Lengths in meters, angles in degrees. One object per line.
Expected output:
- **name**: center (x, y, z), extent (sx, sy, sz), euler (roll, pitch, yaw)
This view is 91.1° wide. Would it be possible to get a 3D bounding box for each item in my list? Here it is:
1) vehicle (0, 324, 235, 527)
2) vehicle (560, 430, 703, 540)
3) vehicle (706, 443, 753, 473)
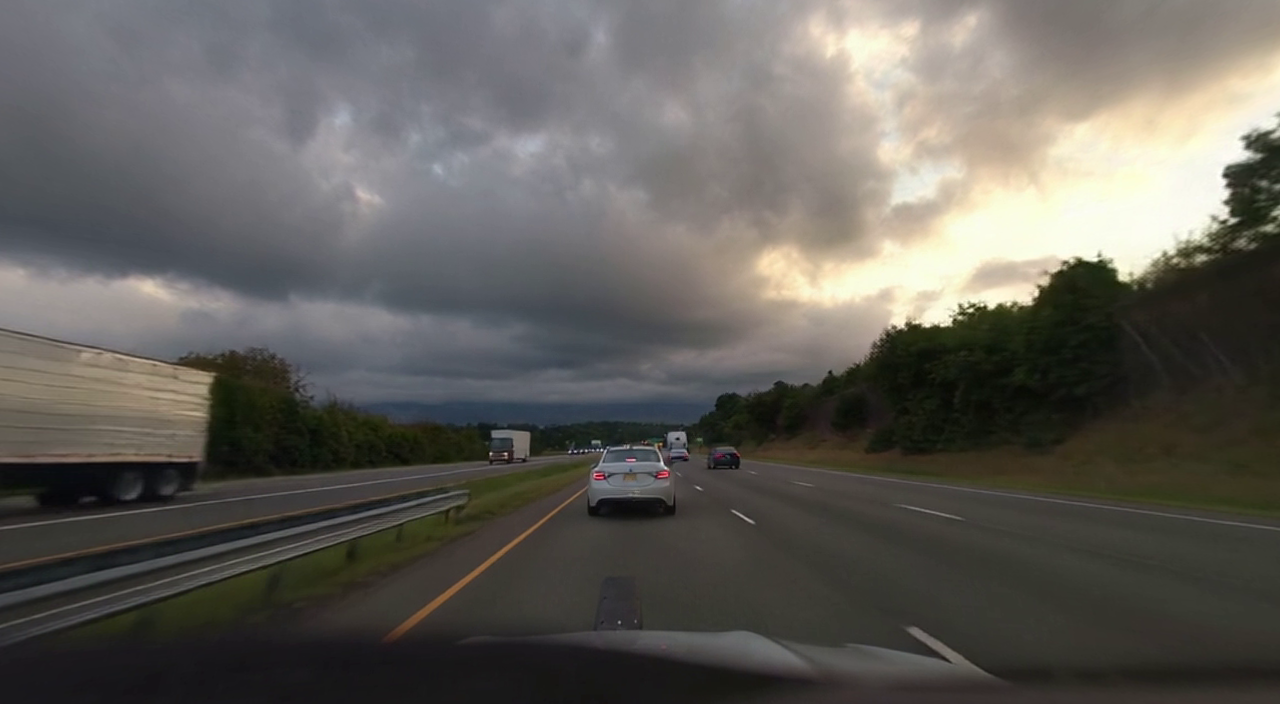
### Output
- **vehicle**: center (-13.663, 1.476, 12.438), extent (2.747, 3.857, 13.057), euler (0, -9, -1)
- **vehicle**: center (-0.156, 2.229, 11.106), extent (2.088, 1.580, 3.657), euler (0, -9, -1)
- **vehicle**: center (4.787, 5.763, 34.304), extent (1.931, 1.516, 3.995), euler (0, -9, 0)
